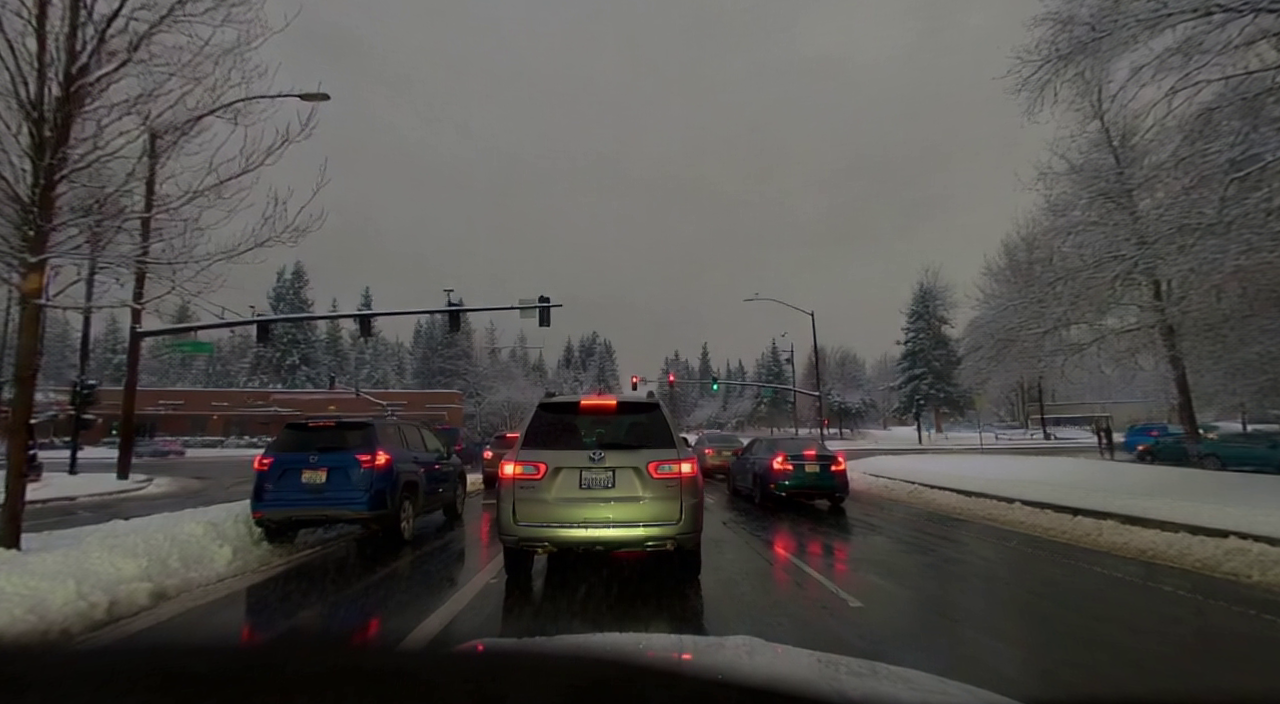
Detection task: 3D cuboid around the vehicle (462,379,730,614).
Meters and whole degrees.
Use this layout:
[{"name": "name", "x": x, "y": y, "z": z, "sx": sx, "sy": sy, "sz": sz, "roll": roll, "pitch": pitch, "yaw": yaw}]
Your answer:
[{"name": "vehicle", "x": -0.343, "y": 1.434, "z": 7.109, "sx": 2.064, "sy": 1.817, "sz": 4.298, "roll": 0, "pitch": -8, "yaw": 0}]

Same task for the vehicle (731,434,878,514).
[{"name": "vehicle", "x": 3.405, "y": 2.613, "z": 14.030, "sx": 2.121, "sy": 1.494, "sz": 4.208, "roll": 0, "pitch": -8, "yaw": 0}]

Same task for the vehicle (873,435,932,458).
[{"name": "vehicle", "x": 19.990, "y": 7.198, "z": 47.924, "sx": 4.361, "sy": 1.653, "sz": 2.034, "roll": 6, "pitch": -10, "yaw": -35}]

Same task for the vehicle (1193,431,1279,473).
[{"name": "vehicle", "x": 23.748, "y": 3.694, "z": 23.466, "sx": 2.130, "sy": 1.483, "sz": 4.793, "roll": -1, "pitch": -8, "yaw": 4}]

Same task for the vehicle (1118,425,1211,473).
[{"name": "vehicle", "x": 19.209, "y": 3.535, "z": 23.016, "sx": 4.215, "sy": 1.578, "sz": 1.892, "roll": 8, "pitch": -11, "yaw": -42}]

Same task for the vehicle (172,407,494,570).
[{"name": "vehicle", "x": -3.720, "y": 1.747, "z": 8.867, "sx": 2.160, "sy": 1.666, "sz": 4.583, "roll": 0, "pitch": -8, "yaw": 1}]
